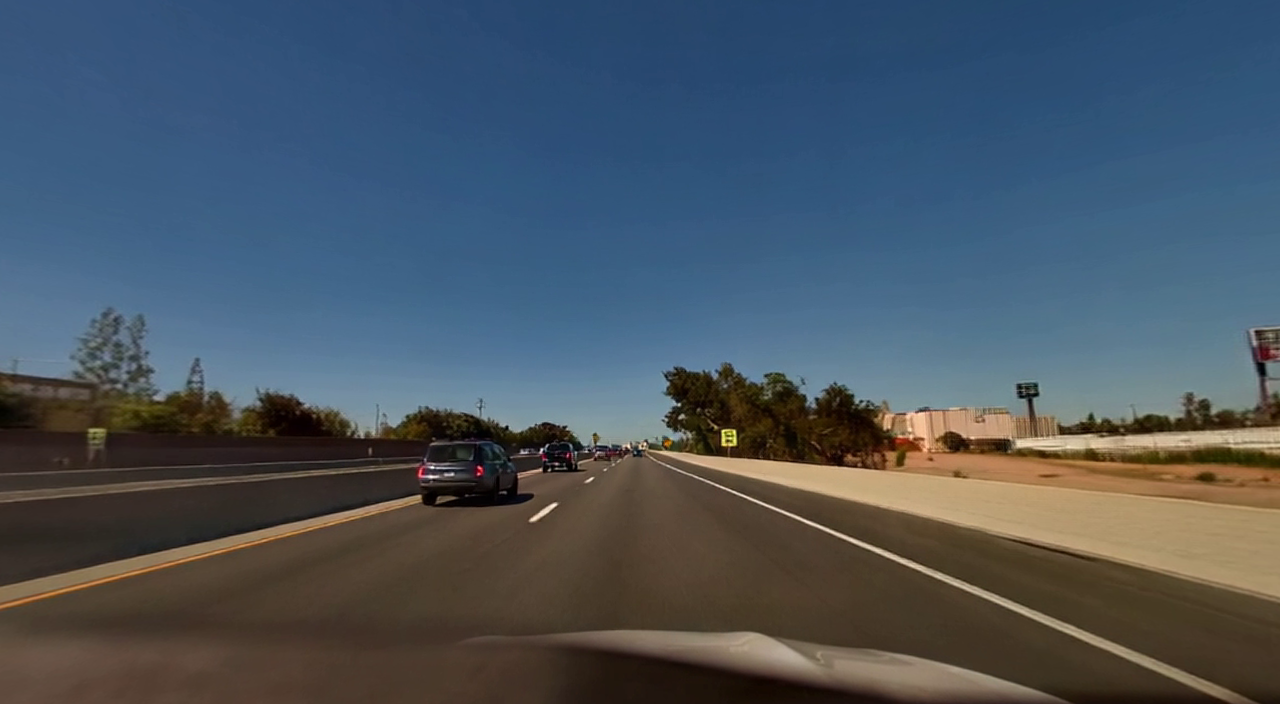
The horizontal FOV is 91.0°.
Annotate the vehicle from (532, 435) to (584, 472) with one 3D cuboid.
[{"bbox_3d":[-4.339,5.490,34.046,2.177,1.852,4.427,0,-9,1],"label":"vehicle"}]

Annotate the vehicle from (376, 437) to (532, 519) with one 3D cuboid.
[{"bbox_3d":[-3.902,2.724,14.194,2.044,1.527,4.607,0,-9,1],"label":"vehicle"}]
